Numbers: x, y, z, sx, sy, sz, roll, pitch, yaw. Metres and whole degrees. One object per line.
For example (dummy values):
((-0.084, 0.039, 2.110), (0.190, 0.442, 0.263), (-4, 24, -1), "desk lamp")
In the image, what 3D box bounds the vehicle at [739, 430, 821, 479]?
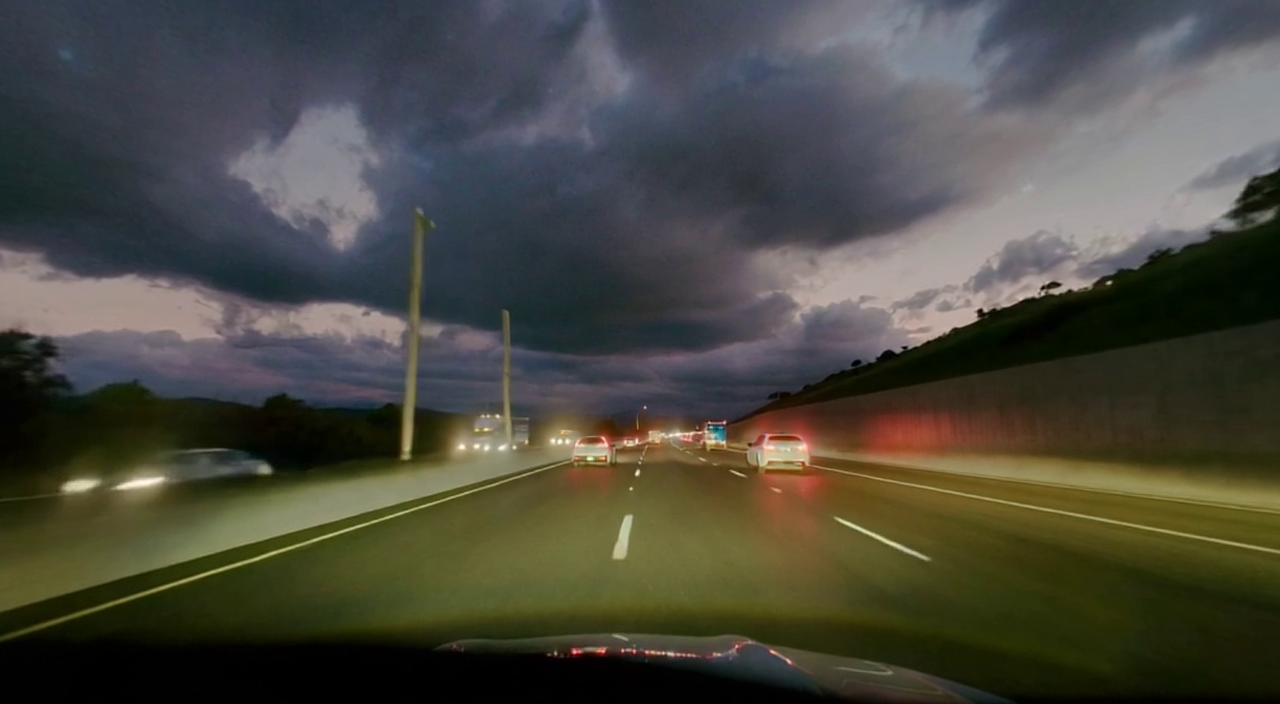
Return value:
((4.572, 3.373, 21.076), (1.806, 1.469, 3.681), (0, -8, -1), "vehicle")

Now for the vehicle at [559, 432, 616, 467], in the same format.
((-2.288, 4.413, 28.816), (2.204, 1.486, 4.121), (0, -8, 1), "vehicle")

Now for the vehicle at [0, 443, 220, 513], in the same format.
((-13.834, 3.215, 16.761), (2.087, 1.553, 4.617), (0, -8, 0), "vehicle")
